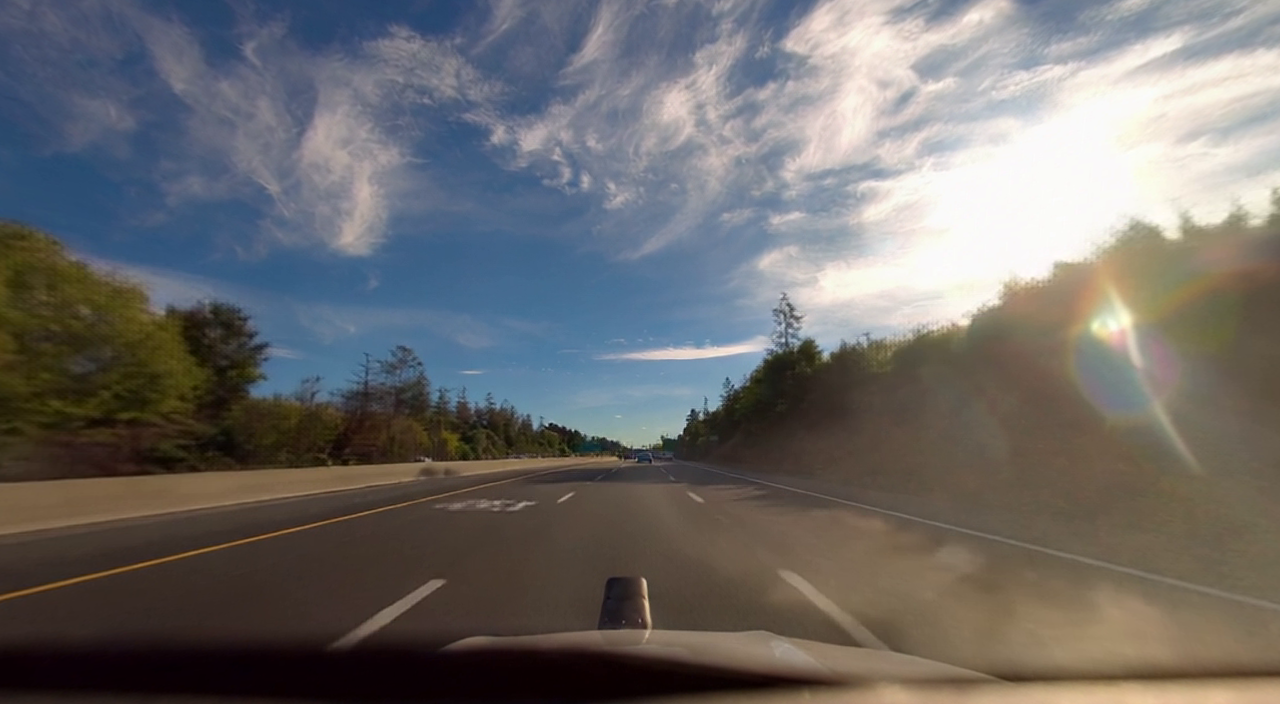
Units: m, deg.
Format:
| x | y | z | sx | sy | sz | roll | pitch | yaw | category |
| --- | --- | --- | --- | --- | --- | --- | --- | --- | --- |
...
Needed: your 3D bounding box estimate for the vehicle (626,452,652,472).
| x | y | z | sx | sy | sz | roll | pitch | yaw | category |
| --- | --- | --- | --- | --- | --- | --- | --- | --- | --- |
| -0.099 | 8.506 | 48.945 | 1.964 | 1.483 | 4.016 | 0 | -9 | -1 | vehicle |
